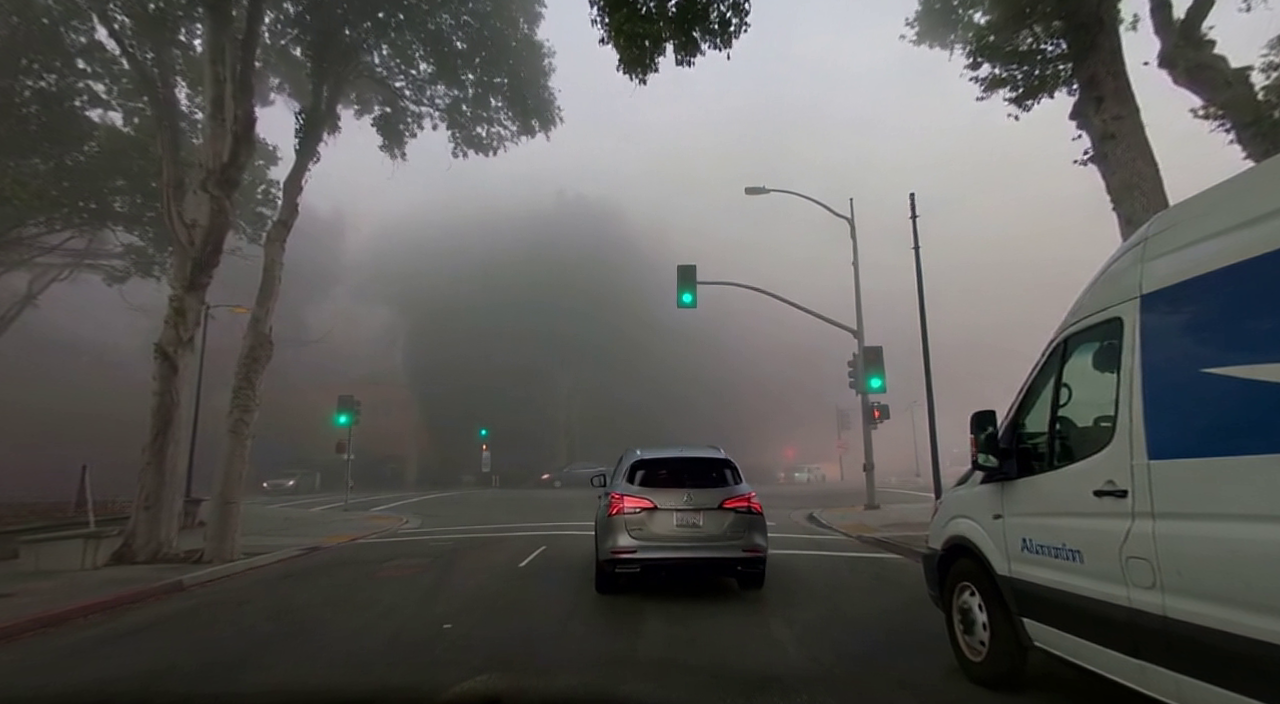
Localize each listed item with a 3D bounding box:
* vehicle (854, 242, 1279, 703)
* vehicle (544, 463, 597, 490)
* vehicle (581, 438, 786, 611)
[{"bbox_3d":[2.857,0.853,2.662,2.054,1.965,5.248,1,-11,0],"label":"vehicle"},{"bbox_3d":[-4.652,8.494,43.266,1.993,1.692,4.675,-2,-11,15],"label":"vehicle"},{"bbox_3d":[0.350,1.999,7.931,1.961,1.629,3.610,1,-11,-2],"label":"vehicle"}]
